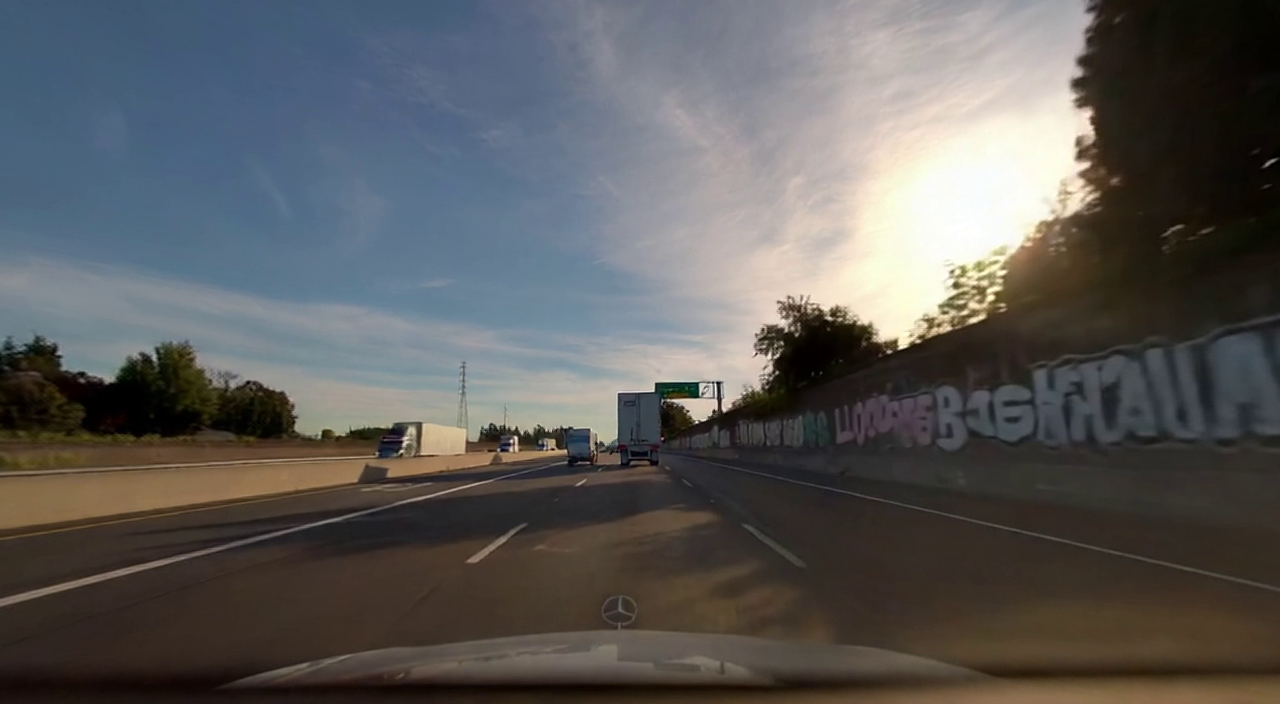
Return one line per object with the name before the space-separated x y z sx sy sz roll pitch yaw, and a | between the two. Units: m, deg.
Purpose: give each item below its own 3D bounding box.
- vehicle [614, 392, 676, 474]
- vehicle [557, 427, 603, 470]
vehicle | 0.161 4.825 36.420 3.042 4.023 10.832 0 -9 -1
vehicle | -3.538 5.865 38.006 2.278 2.369 5.249 0 -9 0
